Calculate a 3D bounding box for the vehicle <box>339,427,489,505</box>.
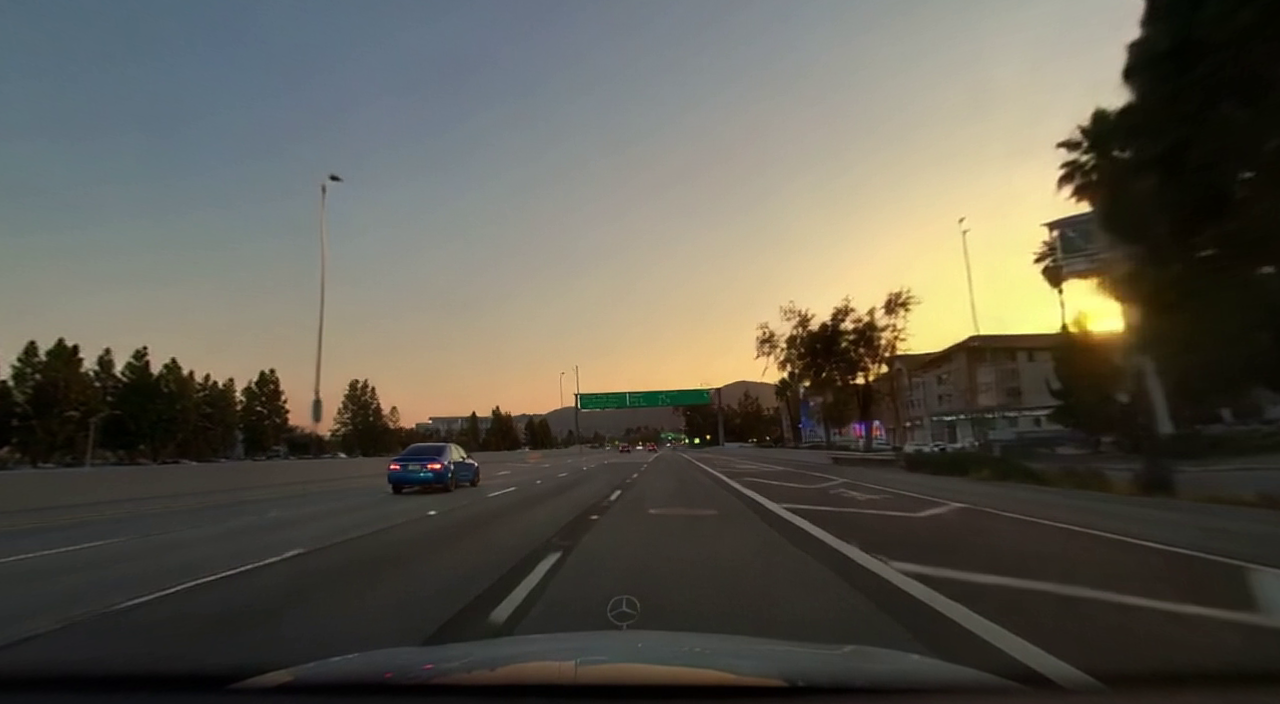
[{"bbox_3d":[-5.878,3.024,17.199,2.145,1.793,4.762,-1,-8,3],"label":"vehicle"}]
